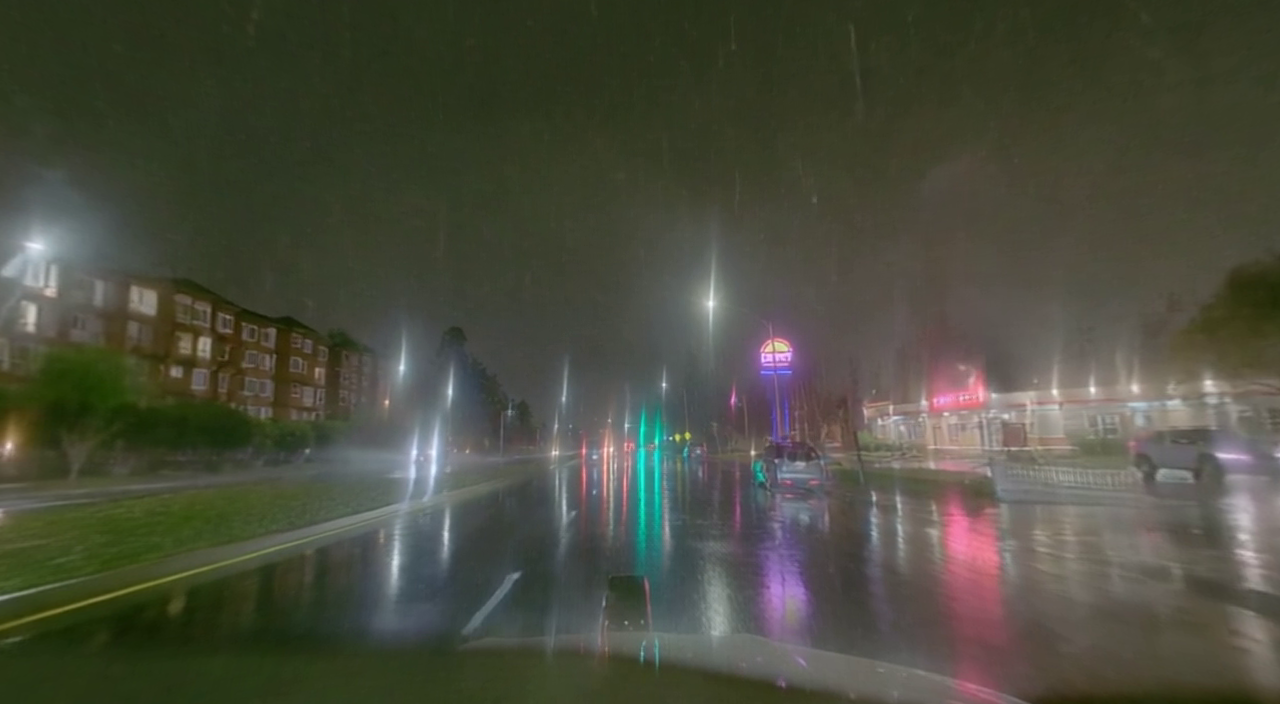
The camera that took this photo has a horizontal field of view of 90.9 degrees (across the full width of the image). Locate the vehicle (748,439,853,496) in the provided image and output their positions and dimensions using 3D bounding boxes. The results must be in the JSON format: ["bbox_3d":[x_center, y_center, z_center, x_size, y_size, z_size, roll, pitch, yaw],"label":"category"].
[{"bbox_3d":[4.631,3.379,18.897,2.025,1.500,4.465,0,-8,1],"label":"vehicle"}]

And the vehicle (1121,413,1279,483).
[{"bbox_3d":[15.828,2.536,16.740,2.259,1.602,4.606,0,-8,-4],"label":"vehicle"}]

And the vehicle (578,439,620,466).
[{"bbox_3d":[-2.449,6.146,38.648,2.176,1.543,4.335,0,-8,1],"label":"vehicle"}]

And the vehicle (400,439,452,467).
[{"bbox_3d":[-14.367,6.776,42.507,1.973,1.742,4.024,0,-8,1],"label":"vehicle"}]
